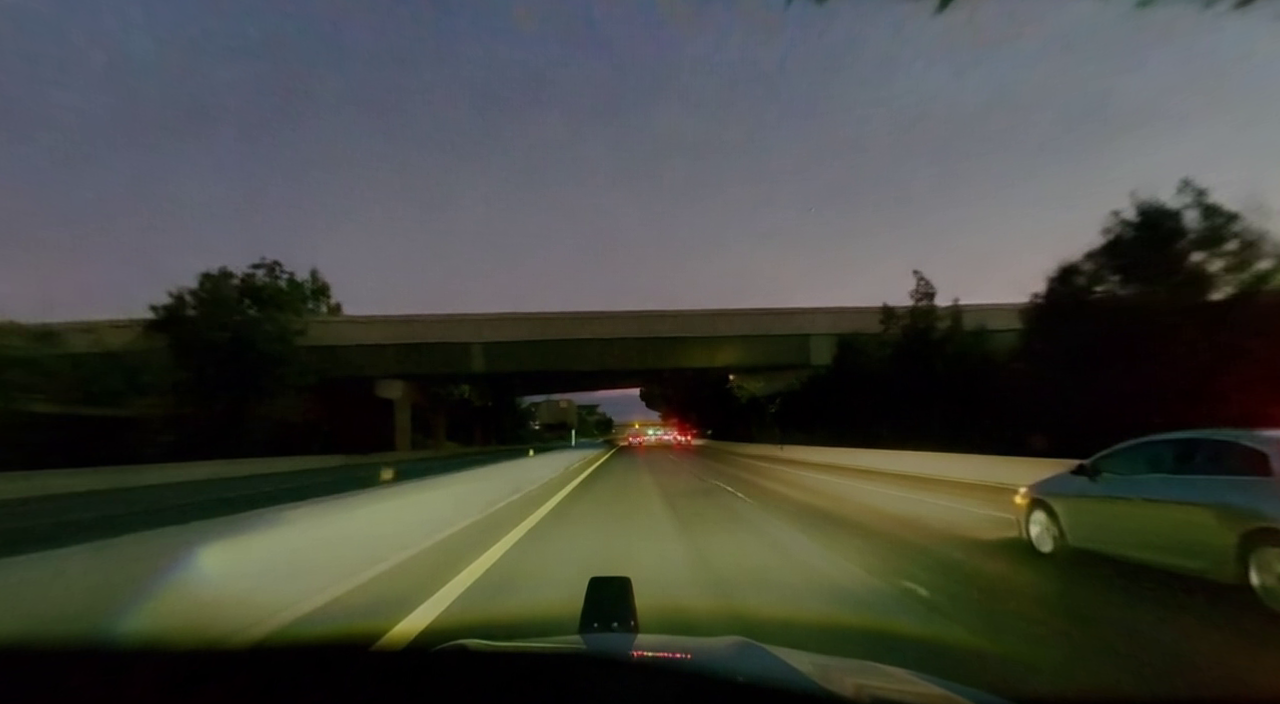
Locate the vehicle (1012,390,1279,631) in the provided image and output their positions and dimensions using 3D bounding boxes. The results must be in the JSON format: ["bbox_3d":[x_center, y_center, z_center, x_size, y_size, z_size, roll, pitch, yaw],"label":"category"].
[{"bbox_3d":[5.180,1.144,4.898,1.940,1.578,4.122,0,-8,-2],"label":"vehicle"}]

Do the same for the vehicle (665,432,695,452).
[{"bbox_3d":[3.059,7.041,49.213,1.981,1.490,3.449,0,-8,-3],"label":"vehicle"}]
